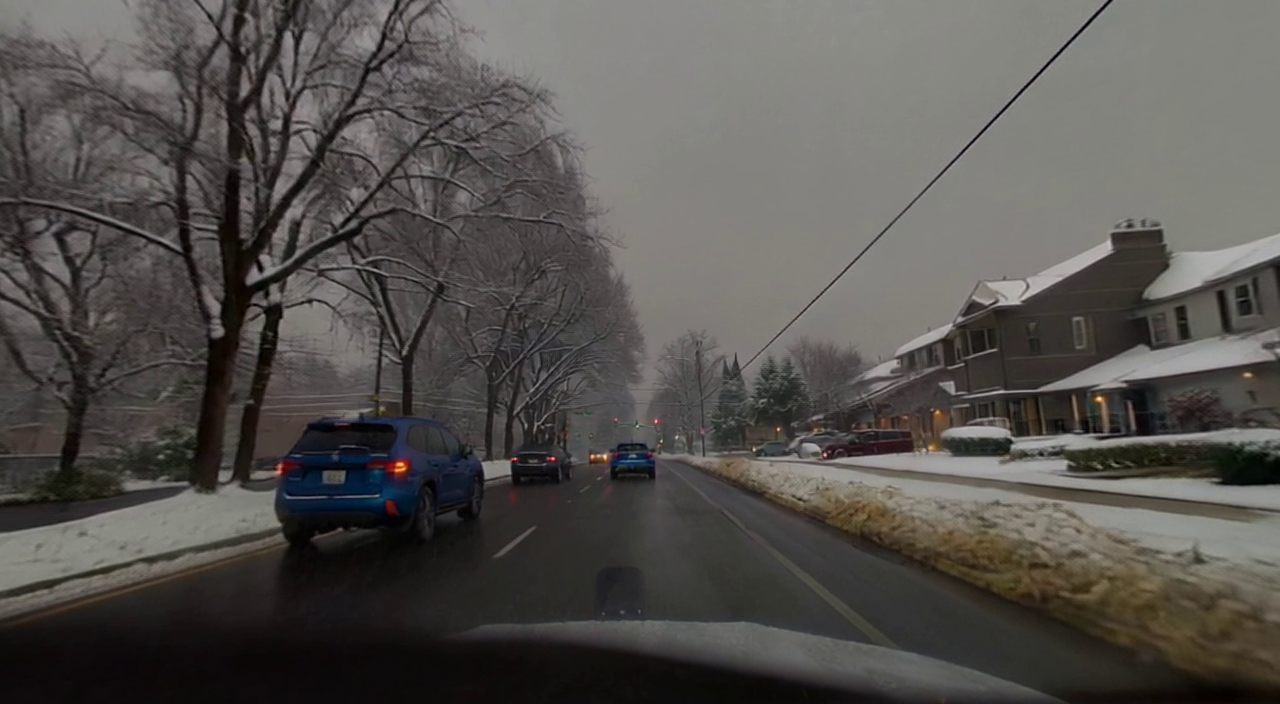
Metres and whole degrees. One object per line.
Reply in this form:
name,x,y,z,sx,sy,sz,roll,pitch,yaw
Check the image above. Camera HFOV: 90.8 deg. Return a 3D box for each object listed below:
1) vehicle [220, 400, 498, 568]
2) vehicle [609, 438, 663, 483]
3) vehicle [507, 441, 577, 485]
vehicle,-3.807,1.880,9.805,2.161,1.919,4.798,0,-8,-1
vehicle,-0.154,4.250,25.036,1.997,1.636,3.760,0,-8,0
vehicle,-3.762,4.326,24.912,2.066,1.565,3.905,0,-8,1
